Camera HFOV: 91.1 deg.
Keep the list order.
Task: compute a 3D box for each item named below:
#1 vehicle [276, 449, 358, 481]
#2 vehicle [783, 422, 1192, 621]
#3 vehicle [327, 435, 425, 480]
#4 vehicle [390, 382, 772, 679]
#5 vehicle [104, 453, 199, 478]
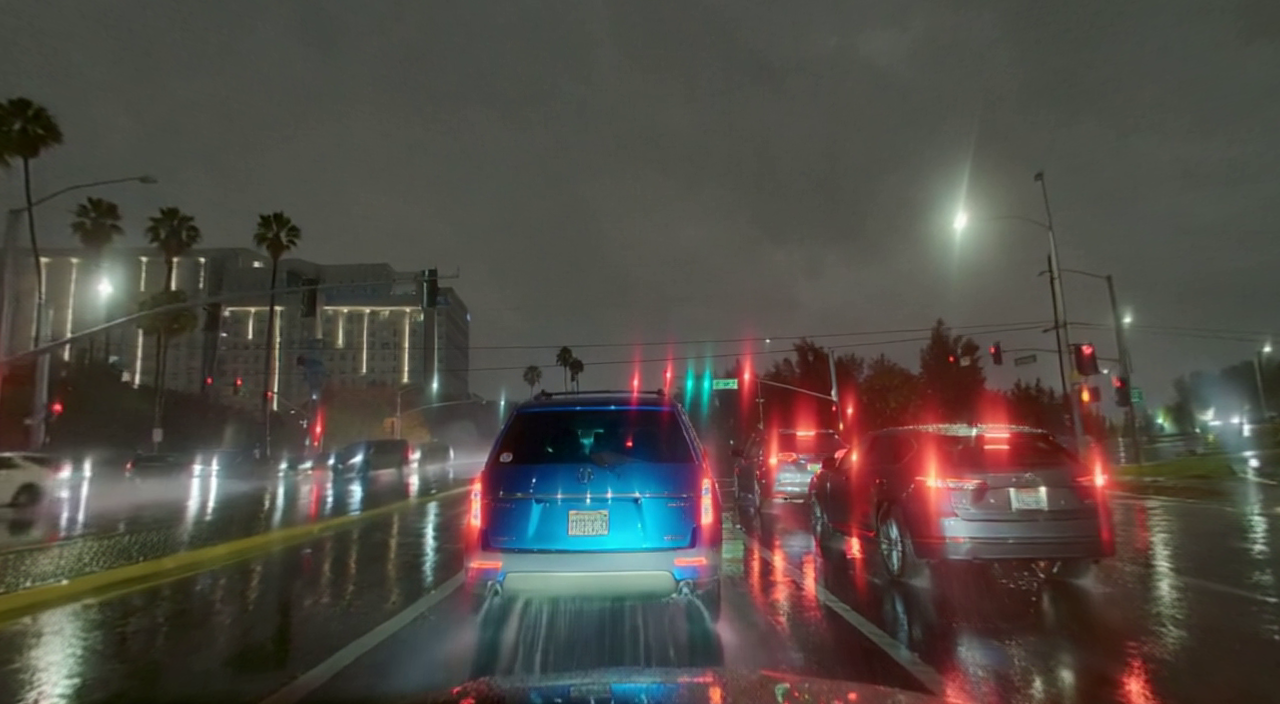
[{"bbox_3d":[-16.894,5.894,33.067,1.951,1.500,4.372,0,-8,1],"label":"vehicle"},{"bbox_3d":[3.120,1.608,7.001,1.971,1.473,4.495,0,-8,0],"label":"vehicle"},{"bbox_3d":[-12.554,5.059,30.397,2.317,1.924,5.636,0,-9,-1],"label":"vehicle"},{"bbox_3d":[-0.336,1.319,5.699,2.172,1.694,4.055,0,-8,0],"label":"vehicle"},{"bbox_3d":[-36.615,8.507,47.121,5.347,1.785,2.123,0,-8,1],"label":"vehicle"}]
